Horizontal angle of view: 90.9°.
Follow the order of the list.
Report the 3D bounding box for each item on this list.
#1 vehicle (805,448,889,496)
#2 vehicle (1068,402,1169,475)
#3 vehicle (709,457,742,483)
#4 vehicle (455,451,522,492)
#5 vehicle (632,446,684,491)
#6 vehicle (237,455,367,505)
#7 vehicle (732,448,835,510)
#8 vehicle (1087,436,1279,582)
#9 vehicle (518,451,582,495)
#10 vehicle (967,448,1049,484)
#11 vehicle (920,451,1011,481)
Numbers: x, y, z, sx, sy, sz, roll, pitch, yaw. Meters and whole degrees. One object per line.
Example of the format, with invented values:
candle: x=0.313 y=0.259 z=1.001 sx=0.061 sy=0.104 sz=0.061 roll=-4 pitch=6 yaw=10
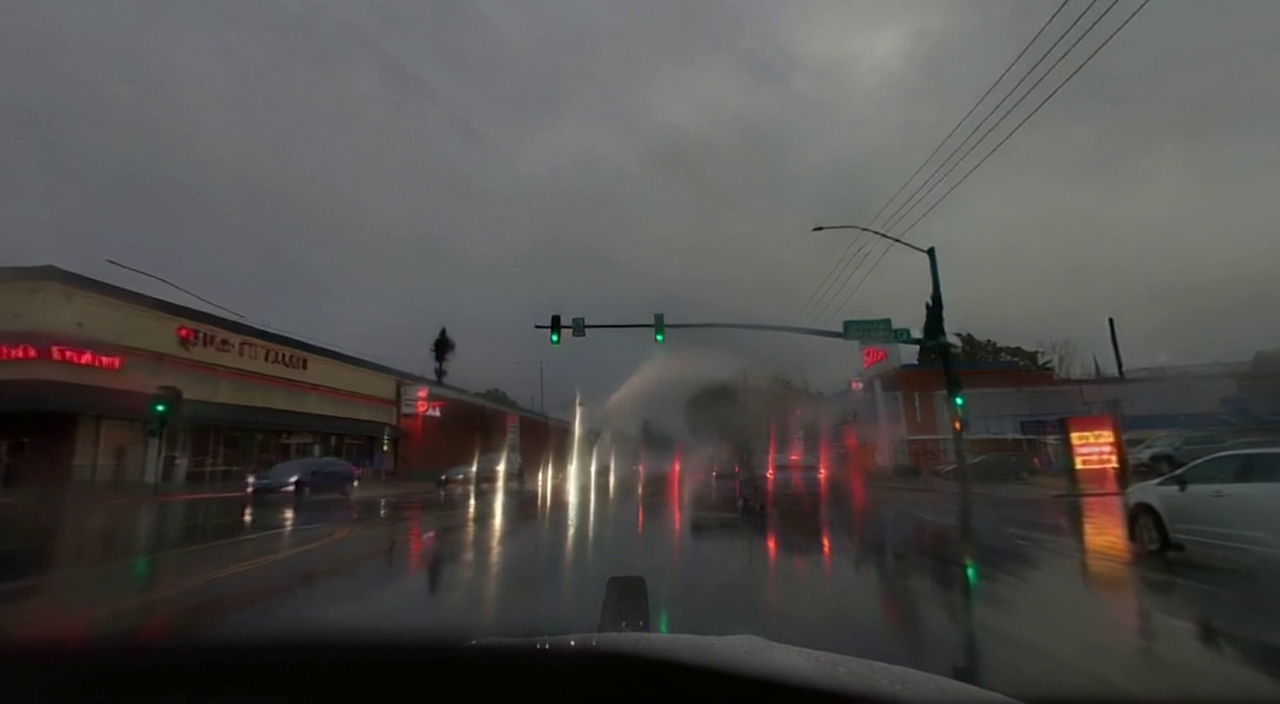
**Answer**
vehicle: x=8.367 y=4.834 z=25.919 sx=2.040 sy=1.738 sz=4.414 roll=0 pitch=-8 yaw=1
vehicle: x=18.499 y=3.391 z=24.721 sx=2.521 sy=2.491 sz=5.455 roll=-7 pitch=-9 yaw=32
vehicle: x=6.127 y=8.481 z=45.584 sx=2.036 sy=1.719 sz=4.318 roll=0 pitch=-8 yaw=3
vehicle: x=-7.554 y=5.993 z=32.013 sx=2.065 sy=1.805 sz=4.668 roll=0 pitch=-8 yaw=3
vehicle: x=0.863 y=5.205 z=28.680 sx=2.210 sy=1.861 sz=4.280 roll=0 pitch=-8 yaw=3
vehicle: x=-11.553 y=4.375 z=21.987 sx=1.871 sy=1.453 sz=4.575 roll=0 pitch=-8 yaw=2
vehicle: x=3.967 y=3.571 z=18.302 sx=1.963 sy=1.484 sz=4.609 roll=0 pitch=-8 yaw=1
vehicle: x=7.449 y=1.650 z=6.809 sx=1.911 sy=1.466 sz=4.572 roll=0 pitch=-8 yaw=1
vehicle: x=-4.021 y=5.484 z=28.943 sx=2.041 sy=1.494 sz=4.647 roll=-3 pitch=-6 yaw=2
vehicle: x=17.025 y=5.196 z=29.070 sx=4.373 sy=1.399 sz=2.052 roll=7 pitch=-11 yaw=-43
vehicle: x=17.097 y=5.935 z=33.063 sx=4.964 sy=1.453 sz=2.184 roll=7 pitch=-11 yaw=-36
